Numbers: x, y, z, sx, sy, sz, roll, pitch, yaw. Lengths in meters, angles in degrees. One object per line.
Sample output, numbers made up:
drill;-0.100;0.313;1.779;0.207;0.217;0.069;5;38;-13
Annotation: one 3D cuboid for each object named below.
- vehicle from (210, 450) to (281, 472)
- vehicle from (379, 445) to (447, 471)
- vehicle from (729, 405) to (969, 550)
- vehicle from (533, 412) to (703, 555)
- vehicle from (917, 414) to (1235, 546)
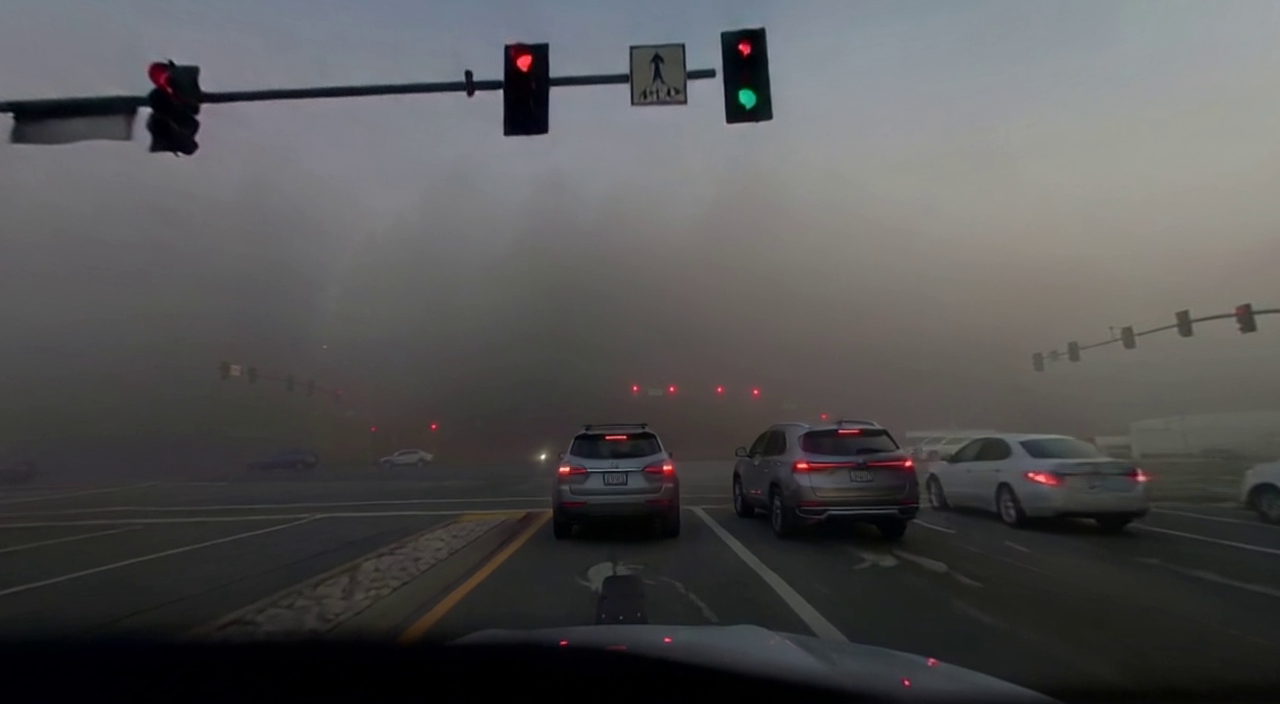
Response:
vehicle;-29.772;8.238;47.756;4.253;1.610;1.800;-1;-9;8
vehicle;-15.541;7.208;43.136;4.318;1.712;2.188;-6;-10;34
vehicle;2.945;1.904;10.198;2.228;1.798;4.370;0;-9;-2
vehicle;-0.324;1.896;9.753;2.039;1.698;4.144;0;-9;-2
vehicle;6.075;1.826;9.615;1.690;1.538;4.313;0;-9;-1
